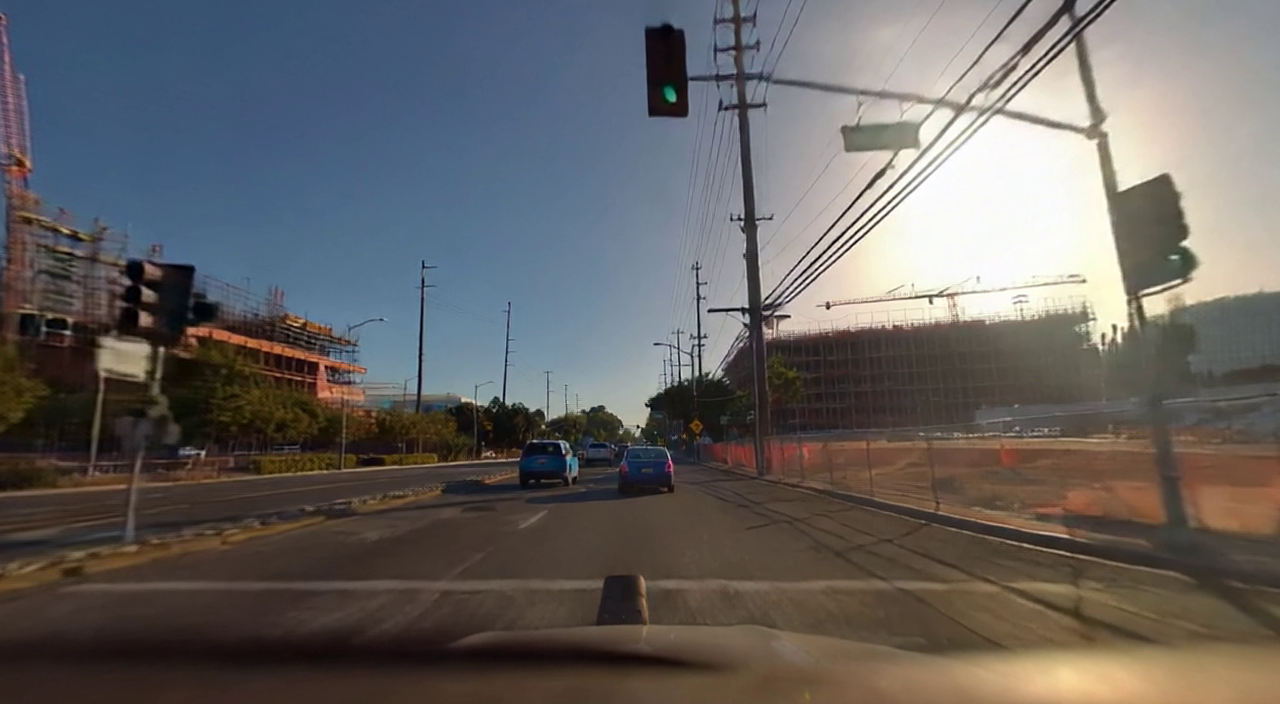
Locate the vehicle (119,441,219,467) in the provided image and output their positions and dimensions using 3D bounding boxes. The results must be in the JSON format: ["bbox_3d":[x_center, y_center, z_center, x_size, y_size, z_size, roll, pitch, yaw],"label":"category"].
[{"bbox_3d":[-31.766,6.902,42.423,5.155,1.679,1.934,0,-8,0],"label":"vehicle"}]

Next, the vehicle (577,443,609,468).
[{"bbox_3d":[-3.392,7.571,46.210,1.910,1.713,4.786,0,-8,1],"label":"vehicle"}]

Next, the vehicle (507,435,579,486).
[{"bbox_3d":[-3.730,4.246,24.951,2.078,1.804,4.387,0,-8,1],"label":"vehicle"}]

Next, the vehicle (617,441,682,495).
[{"bbox_3d":[0.300,4.001,22.017,2.059,1.691,3.980,0,-8,0],"label":"vehicle"}]
